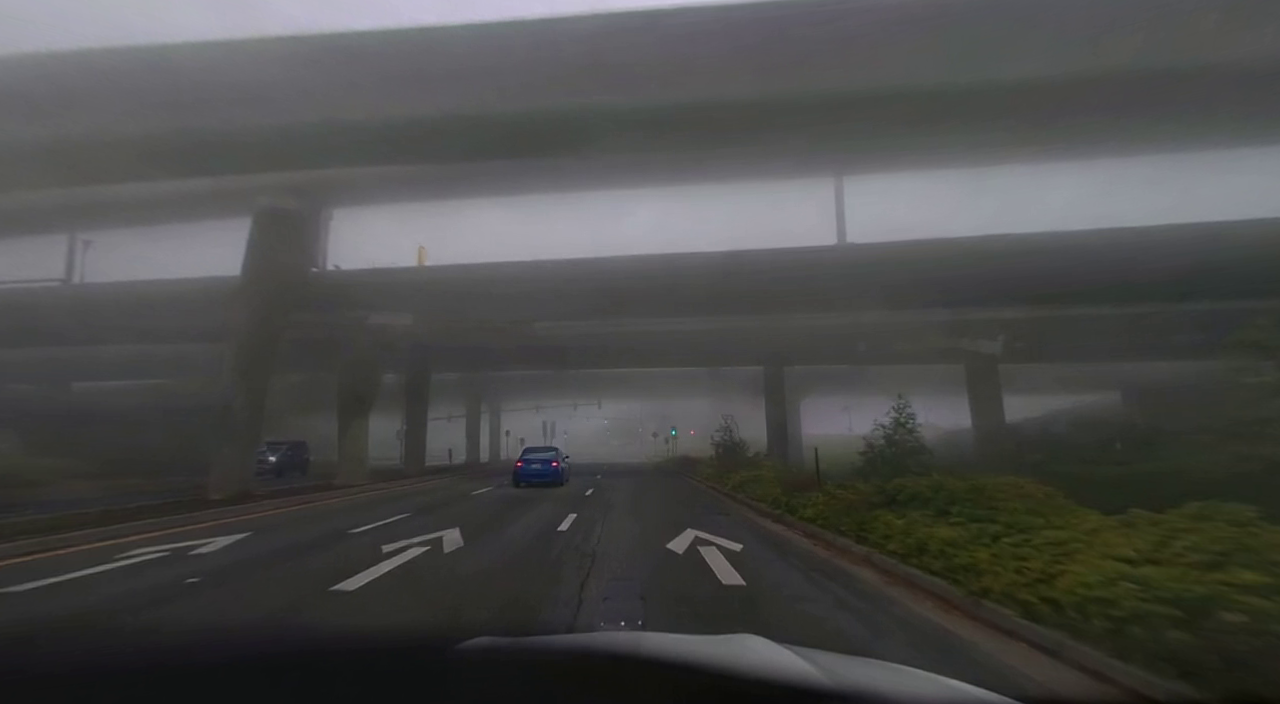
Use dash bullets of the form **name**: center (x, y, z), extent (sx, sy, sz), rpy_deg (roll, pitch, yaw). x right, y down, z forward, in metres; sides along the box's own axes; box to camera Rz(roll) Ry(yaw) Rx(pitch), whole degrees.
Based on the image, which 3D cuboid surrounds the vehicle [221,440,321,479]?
- **vehicle**: center (-18.534, 5.416, 31.957), extent (2.196, 1.834, 4.766), rpy_deg (0, -9, -1)

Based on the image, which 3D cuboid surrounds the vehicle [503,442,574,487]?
- **vehicle**: center (-3.578, 4.050, 23.000), extent (1.963, 1.460, 4.614), rpy_deg (0, -9, -2)
